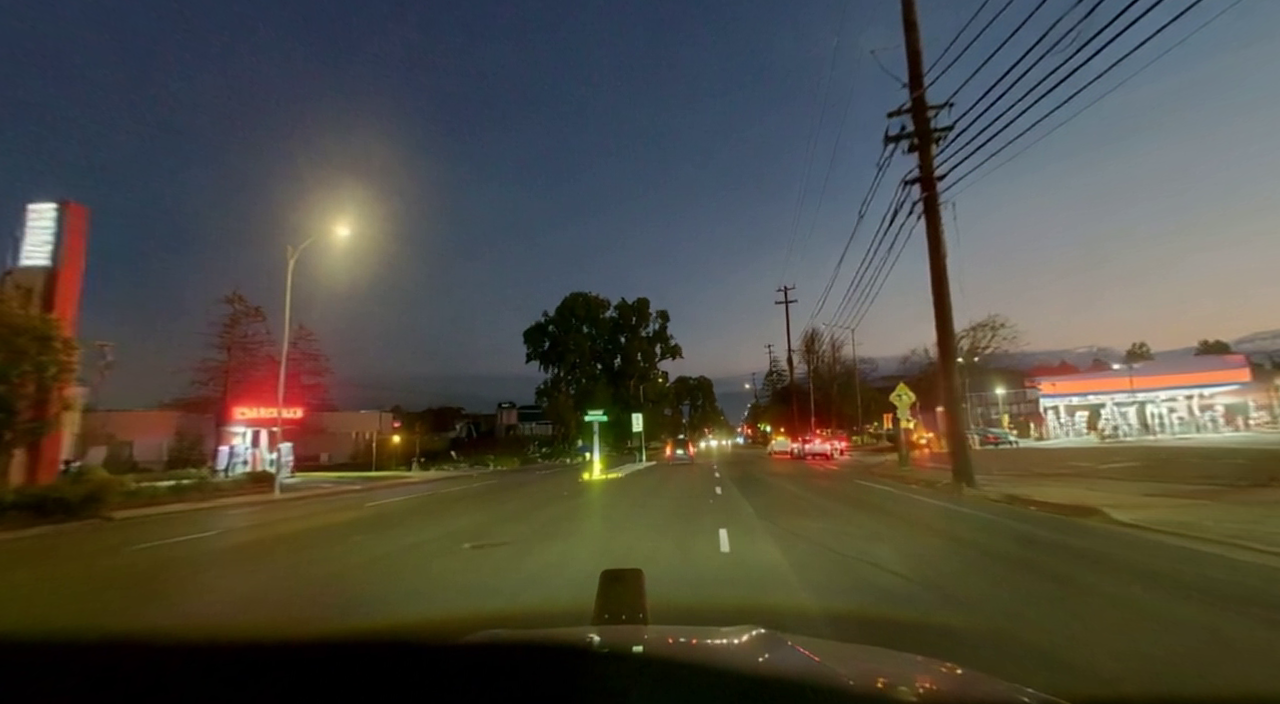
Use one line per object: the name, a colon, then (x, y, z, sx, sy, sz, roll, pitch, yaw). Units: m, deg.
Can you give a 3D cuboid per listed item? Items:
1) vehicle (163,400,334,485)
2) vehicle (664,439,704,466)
vehicle: (-18.646, 4.443, 30.901, 2.923, 3.546, 7.640, -2, -8, 5)
vehicle: (2.696, 5.996, 37.806, 2.073, 1.525, 3.968, -2, -8, 8)
